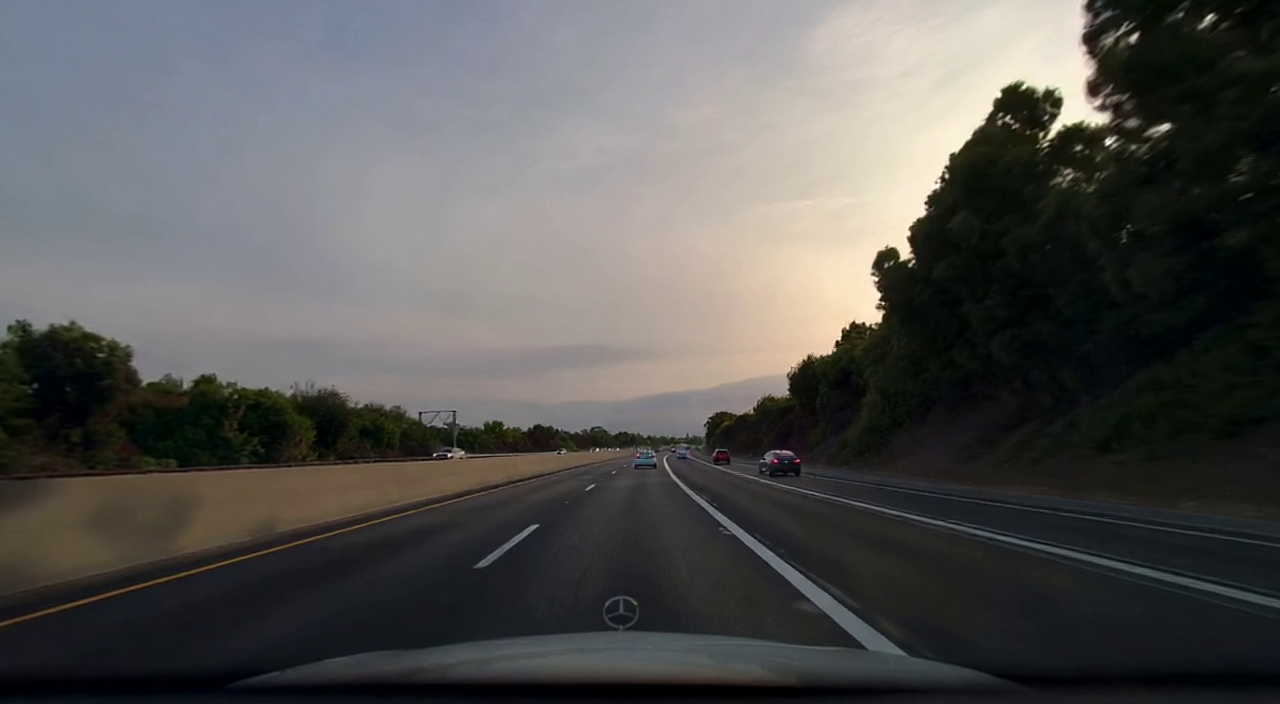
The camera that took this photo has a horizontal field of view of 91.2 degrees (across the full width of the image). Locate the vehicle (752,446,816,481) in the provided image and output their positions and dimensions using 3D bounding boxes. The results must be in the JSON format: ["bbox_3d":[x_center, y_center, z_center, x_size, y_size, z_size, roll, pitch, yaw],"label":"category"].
[{"bbox_3d":[6.993,5.455,30.894,2.008,1.533,4.592,0,-9,-1],"label":"vehicle"}]

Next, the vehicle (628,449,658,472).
[{"bbox_3d":[0.196,7.597,44.203,2.025,1.526,4.181,0,-9,0],"label":"vehicle"}]
